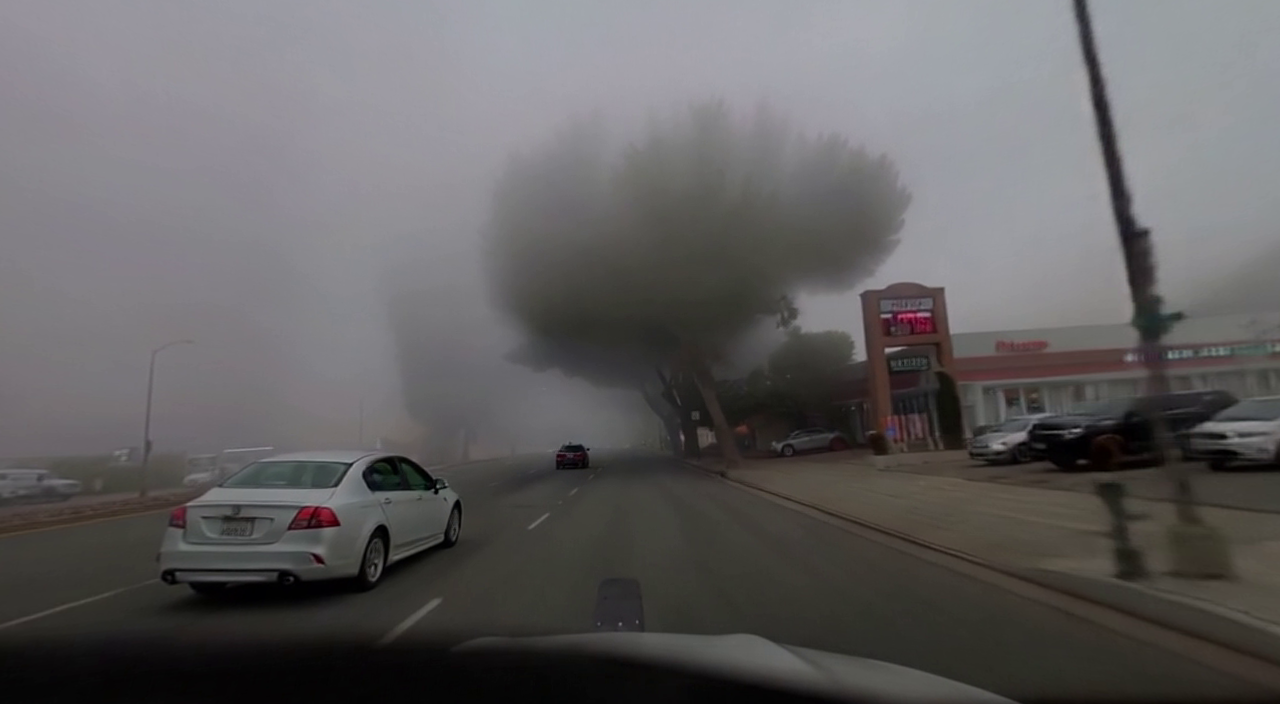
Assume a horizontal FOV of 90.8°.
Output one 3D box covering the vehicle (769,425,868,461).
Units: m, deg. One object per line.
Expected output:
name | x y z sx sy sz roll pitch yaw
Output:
vehicle | 10.497 5.389 37.350 5.130 1.902 2.056 -1 -9 -2

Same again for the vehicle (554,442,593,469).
vehicle | -3.931 6.195 37.988 1.955 1.461 4.396 0 -9 -1

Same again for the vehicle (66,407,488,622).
vehicle | -3.392 1.618 7.283 2.126 1.655 4.560 0 -9 0

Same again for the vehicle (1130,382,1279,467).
vehicle | 13.266 1.550 13.347 4.165 1.650 1.946 0 -9 -3

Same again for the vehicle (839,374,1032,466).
vehicle | 12.126 2.849 26.394 6.427 3.417 2.845 -2 -7 -2

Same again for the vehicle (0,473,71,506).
vehicle | -33.577 7.354 33.950 1.871 1.488 4.498 0 -9 -3

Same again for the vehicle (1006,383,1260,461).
vehicle | 12.603 1.848 16.430 4.780 1.870 2.140 0 -9 -2
